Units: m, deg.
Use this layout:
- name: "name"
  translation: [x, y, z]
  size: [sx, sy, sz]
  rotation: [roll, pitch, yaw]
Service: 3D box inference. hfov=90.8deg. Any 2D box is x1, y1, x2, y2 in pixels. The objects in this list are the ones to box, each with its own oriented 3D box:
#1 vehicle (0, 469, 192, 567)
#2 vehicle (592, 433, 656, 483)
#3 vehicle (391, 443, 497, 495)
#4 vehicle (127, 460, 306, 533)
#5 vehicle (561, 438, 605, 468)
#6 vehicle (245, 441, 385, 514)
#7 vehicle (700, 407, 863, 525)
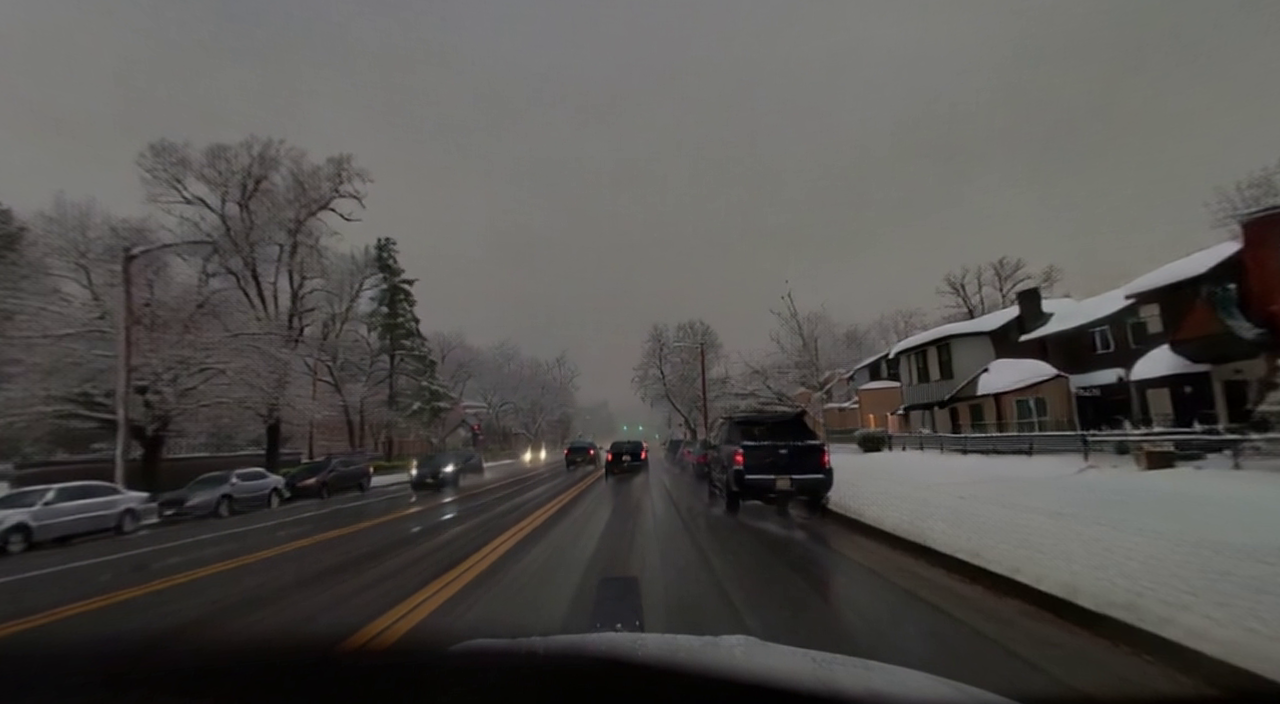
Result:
- name: "vehicle"
  translation: [-12.409, 3.436, 13.468]
  size: [2.050, 1.518, 5.115]
  rotation: [-3, -8, 0]
- name: "vehicle"
  translation: [-0.543, 3.710, 22.411]
  size: [2.041, 1.575, 4.304]
  rotation: [0, -8, -1]
- name: "vehicle"
  translation: [-6.442, 3.856, 21.405]
  size: [1.998, 1.518, 4.817]
  rotation: [-1, -8, 1]
- name: "vehicle"
  translation: [-12.112, 4.112, 18.610]
  size: [2.047, 1.497, 4.949]
  rotation: [-4, -8, -2]
- name: "vehicle"
  translation: [-3.095, 5.634, 35.387]
  size: [2.117, 1.528, 4.277]
  rotation: [0, -8, -1]
- name: "vehicle"
  translation: [-12.277, 4.684, 24.509]
  size: [2.249, 2.093, 6.297]
  rotation: [-8, -7, -3]
- name: "vehicle"
  translation: [2.492, 2.167, 12.529]
  size: [2.119, 1.884, 4.567]
  rotation: [0, -8, 0]
